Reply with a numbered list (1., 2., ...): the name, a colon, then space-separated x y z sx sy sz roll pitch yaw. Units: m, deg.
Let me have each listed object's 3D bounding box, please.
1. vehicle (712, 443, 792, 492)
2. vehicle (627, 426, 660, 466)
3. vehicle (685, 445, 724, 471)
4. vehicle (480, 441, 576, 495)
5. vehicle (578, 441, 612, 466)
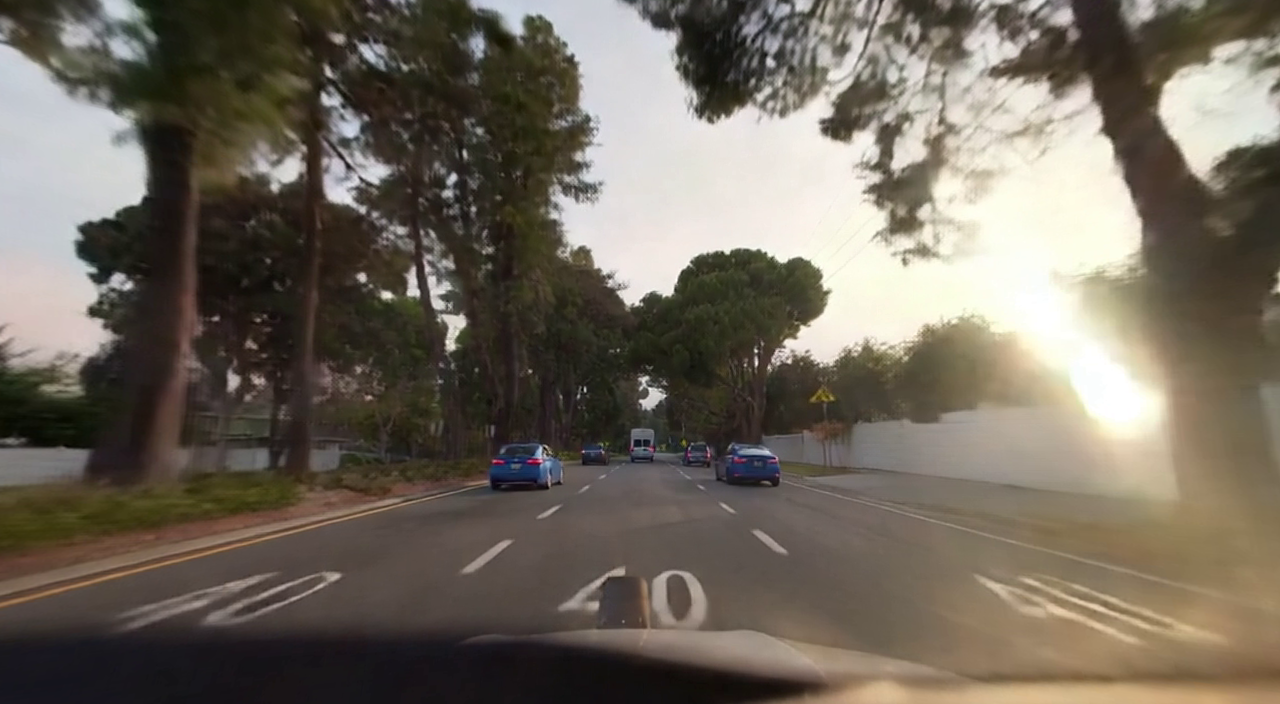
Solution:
1. vehicle: 3.687 3.870 21.449 1.945 1.469 4.258 0 -8 0
2. vehicle: 0.286 6.856 45.970 2.311 2.726 5.814 0 -8 1
3. vehicle: 4.003 6.624 39.450 1.905 1.520 4.340 1 -8 -1
4. vehicle: -3.353 3.576 19.821 2.036 1.474 4.647 0 -8 2
5. vehicle: -3.167 7.301 45.264 2.021 1.715 4.329 0 -8 1
